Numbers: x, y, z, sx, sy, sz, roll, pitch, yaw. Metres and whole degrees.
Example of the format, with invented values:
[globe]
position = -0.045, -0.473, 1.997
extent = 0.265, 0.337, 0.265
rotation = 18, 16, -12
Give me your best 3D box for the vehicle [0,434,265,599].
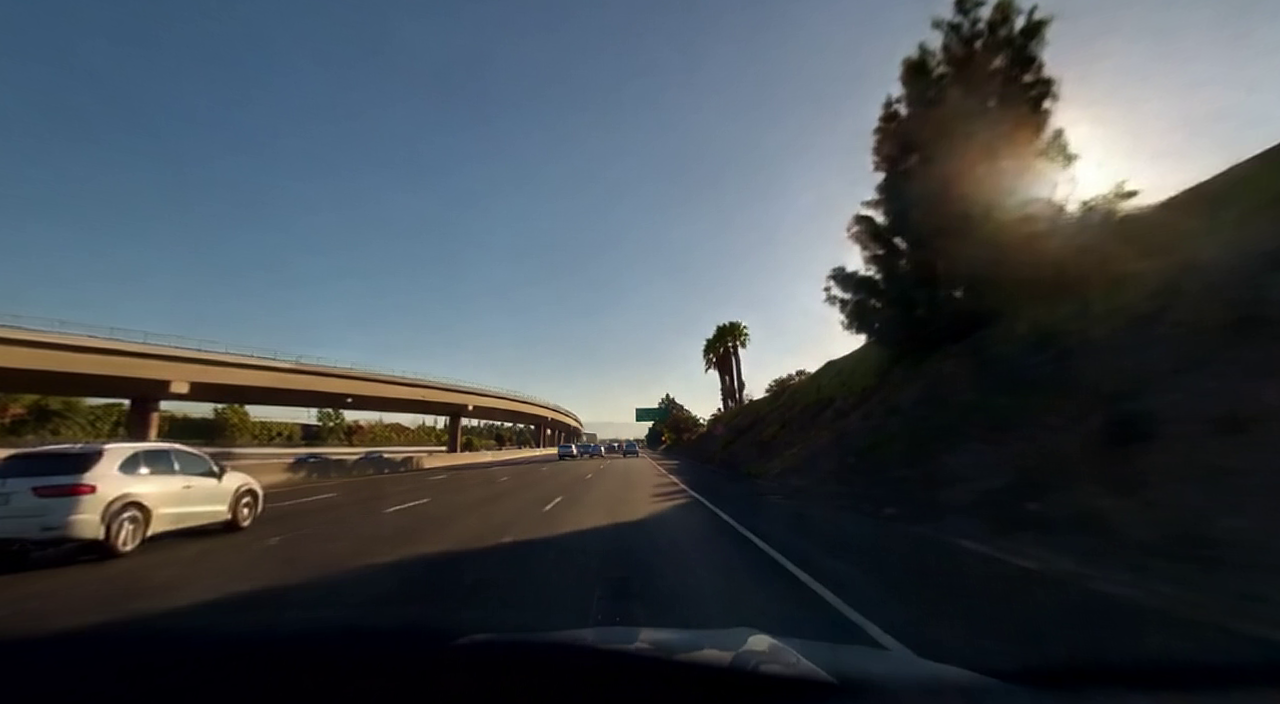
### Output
[vehicle]
position = -6.880, 1.812, 7.785
extent = 1.914, 1.503, 4.268
rotation = 0, -8, -1
